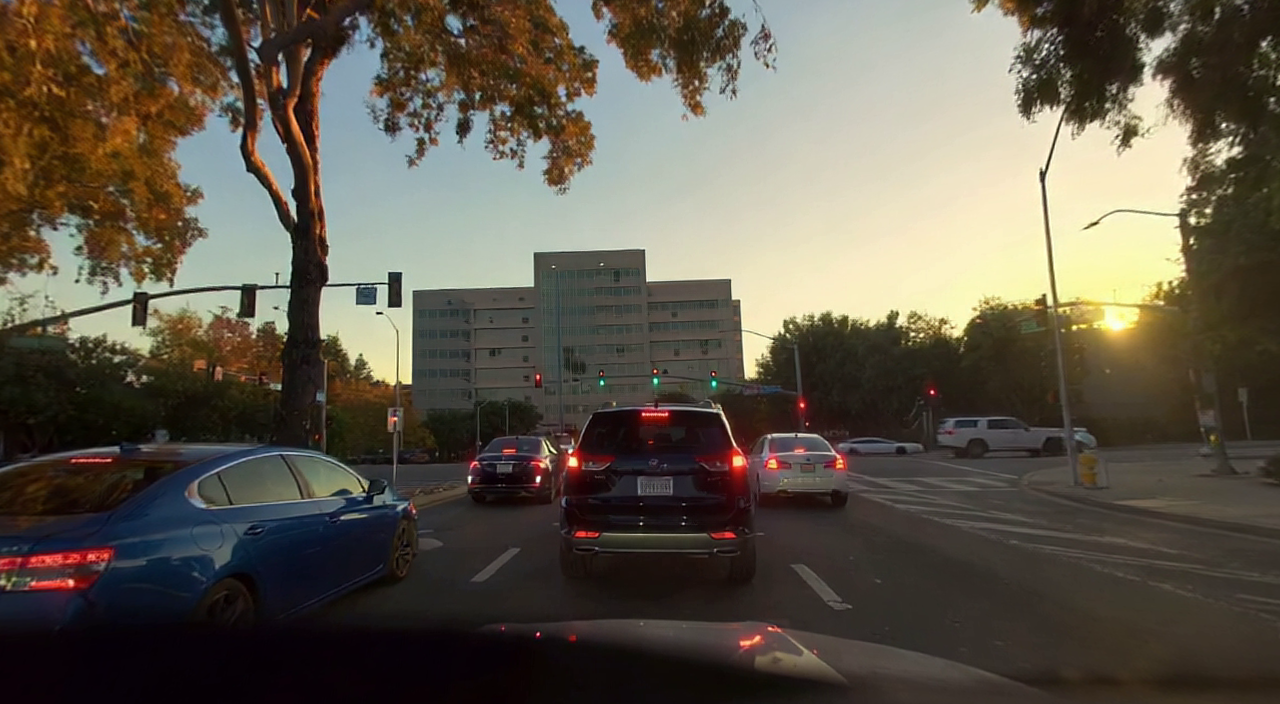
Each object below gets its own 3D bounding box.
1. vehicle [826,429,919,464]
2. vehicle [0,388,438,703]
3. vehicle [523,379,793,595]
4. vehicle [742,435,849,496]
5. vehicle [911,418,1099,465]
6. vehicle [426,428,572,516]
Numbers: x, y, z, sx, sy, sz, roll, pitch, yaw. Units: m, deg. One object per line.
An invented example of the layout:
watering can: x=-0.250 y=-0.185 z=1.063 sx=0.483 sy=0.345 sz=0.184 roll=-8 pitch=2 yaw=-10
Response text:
vehicle: x=11.206 y=4.534 z=30.490 sx=4.026 sy=1.573 sz=2.271 roll=-3 pitch=-8 yaw=21
vehicle: x=-3.219 y=1.193 z=4.393 sx=1.958 sy=1.494 sz=4.624 roll=0 pitch=-8 yaw=2
vehicle: x=0.204 y=1.465 z=7.644 sx=2.300 sy=1.832 sz=4.331 roll=0 pitch=-8 yaw=1
vehicle: x=4.101 y=3.055 z=17.339 sx=1.979 sy=1.453 sz=4.011 roll=0 pitch=-8 yaw=1
vehicle: x=16.490 y=4.106 z=29.027 sx=6.879 sy=1.984 sz=2.808 roll=-2 pitch=-8 yaw=11
vehicle: x=-2.682 y=2.390 z=13.076 sx=1.851 sy=1.502 sz=4.042 roll=0 pitch=-8 yaw=4
